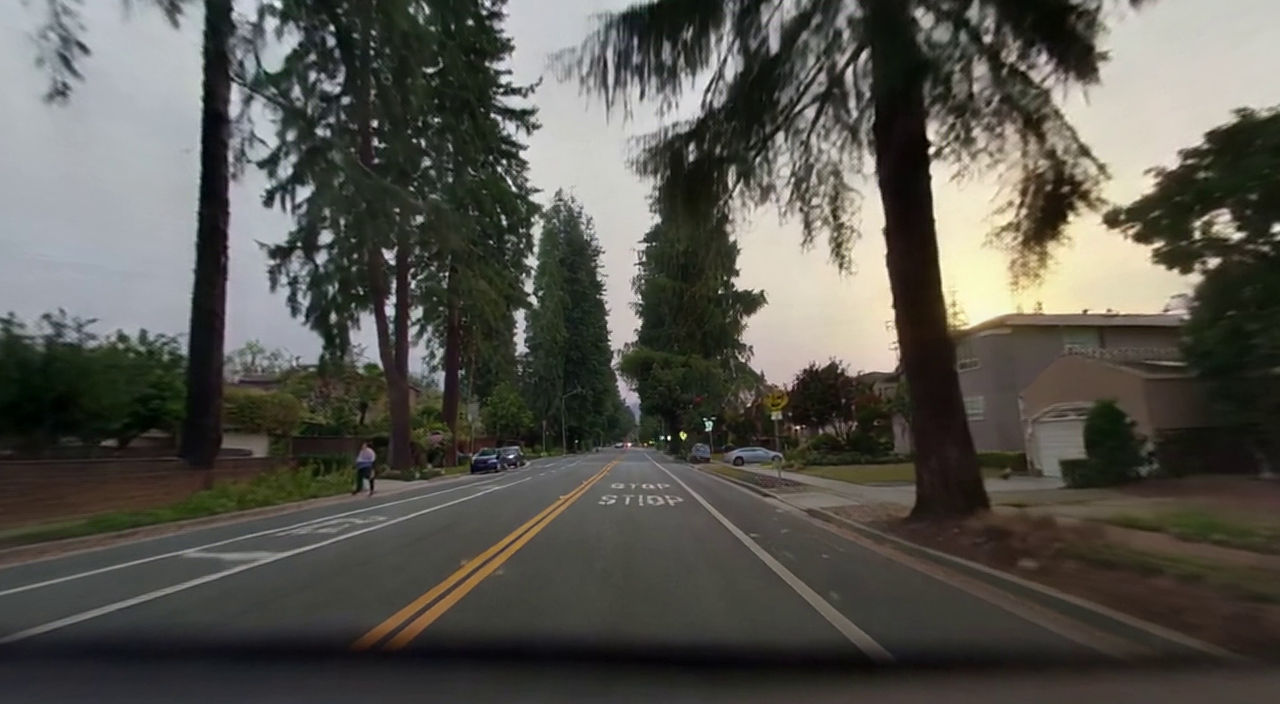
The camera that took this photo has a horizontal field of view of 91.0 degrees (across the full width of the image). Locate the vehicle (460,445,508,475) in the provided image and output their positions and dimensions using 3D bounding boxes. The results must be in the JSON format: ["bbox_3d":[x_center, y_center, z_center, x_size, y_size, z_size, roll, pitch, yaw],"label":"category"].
[{"bbox_3d":[-9.362,6.519,38.076,1.998,1.684,4.180,1,-9,-3],"label":"vehicle"}]

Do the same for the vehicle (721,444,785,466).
[{"bbox_3d":[8.110,7.438,45.539,4.438,1.466,1.943,-1,-8,8],"label":"vehicle"}]
